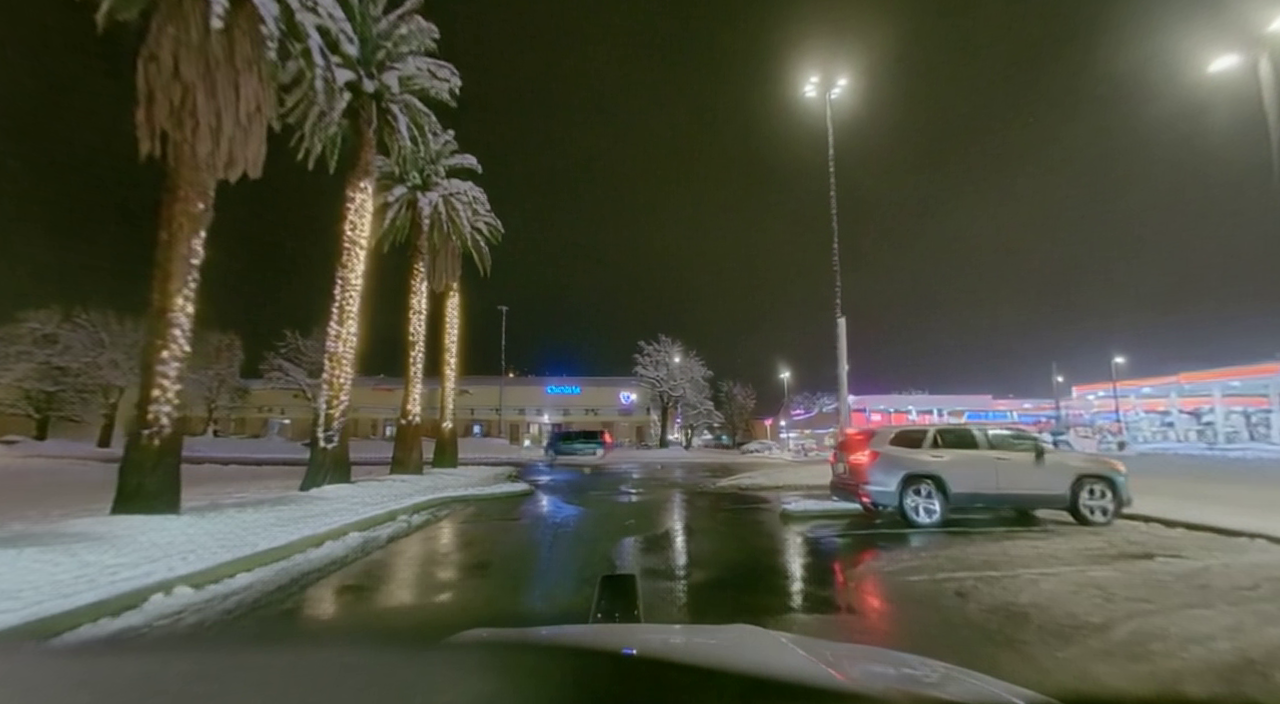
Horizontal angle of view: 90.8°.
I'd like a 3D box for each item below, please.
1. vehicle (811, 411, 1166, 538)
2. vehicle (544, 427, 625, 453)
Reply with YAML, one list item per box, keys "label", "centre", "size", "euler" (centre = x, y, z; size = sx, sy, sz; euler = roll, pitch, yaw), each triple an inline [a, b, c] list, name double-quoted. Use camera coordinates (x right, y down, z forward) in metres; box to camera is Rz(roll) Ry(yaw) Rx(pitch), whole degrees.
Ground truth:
- label: "vehicle"
  centre: [5.452, 1.938, 10.412]
  size: [4.560, 1.818, 2.148]
  euler: [0, -8, -4]
- label: "vehicle"
  centre: [-4.046, 6.470, 46.640]
  size: [5.763, 1.840, 2.077]
  euler: [0, -8, -2]
